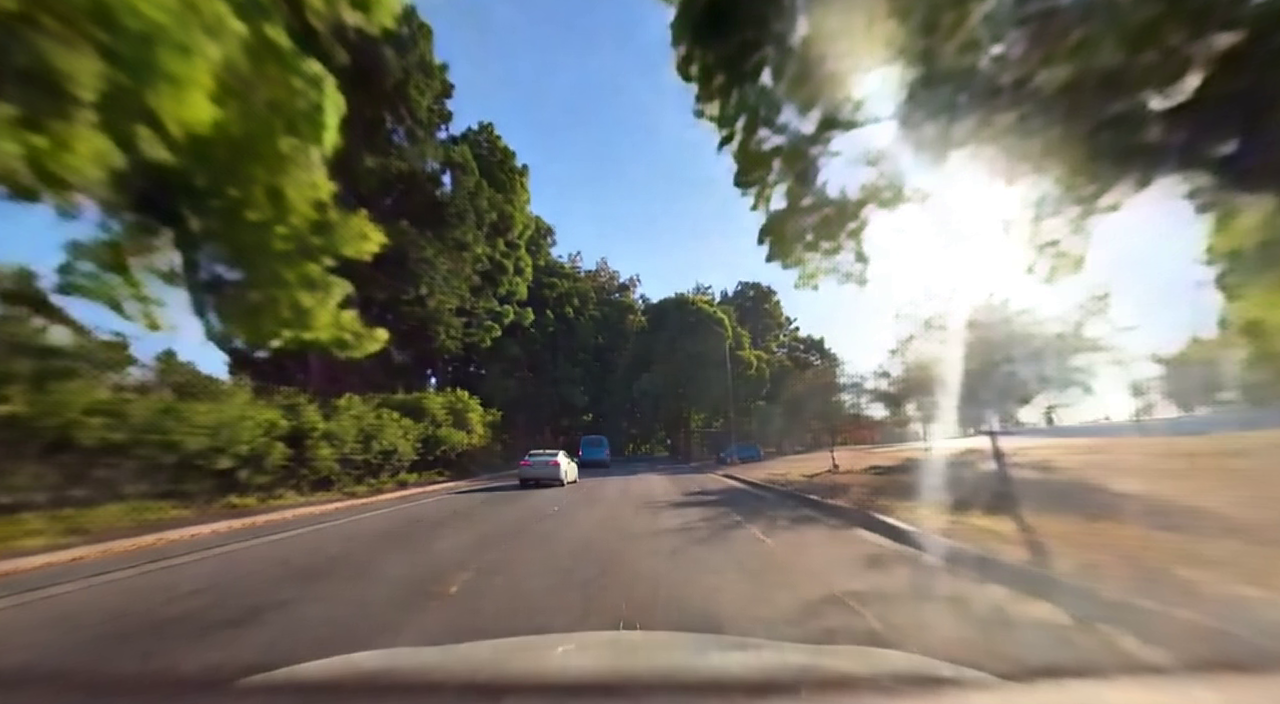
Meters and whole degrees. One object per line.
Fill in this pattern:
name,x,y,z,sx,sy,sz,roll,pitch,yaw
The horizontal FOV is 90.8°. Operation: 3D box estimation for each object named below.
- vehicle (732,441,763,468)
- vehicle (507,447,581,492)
vehicle,7.281,6.941,42.854,1.596,1.654,2.920,-2,-9,1
vehicle,-3.375,4.224,23.046,2.009,1.473,4.028,0,-9,1
